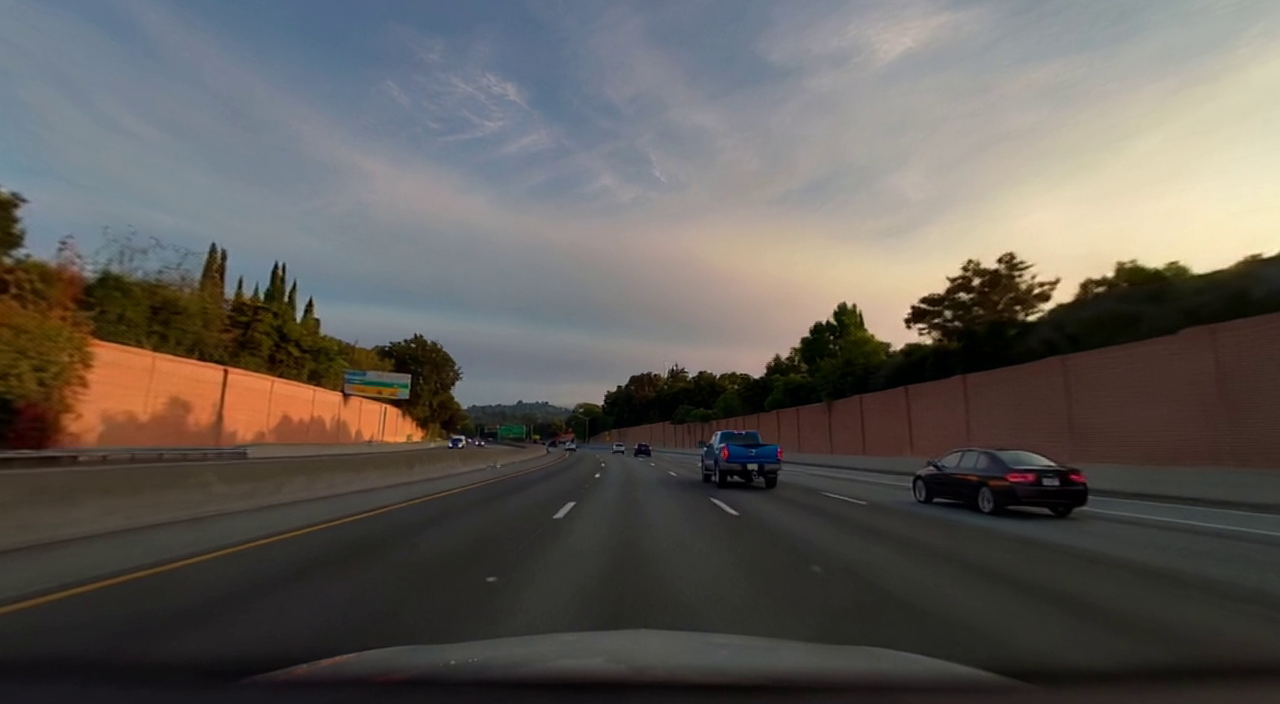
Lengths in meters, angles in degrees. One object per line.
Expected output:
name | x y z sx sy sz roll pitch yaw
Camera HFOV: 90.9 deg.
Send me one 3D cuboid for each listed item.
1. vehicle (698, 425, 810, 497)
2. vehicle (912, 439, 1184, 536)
vehicle | 3.376 3.385 20.039 2.374 1.952 5.431 0 -8 -2
vehicle | 7.478 2.493 12.398 1.976 1.485 4.925 0 -8 -1
